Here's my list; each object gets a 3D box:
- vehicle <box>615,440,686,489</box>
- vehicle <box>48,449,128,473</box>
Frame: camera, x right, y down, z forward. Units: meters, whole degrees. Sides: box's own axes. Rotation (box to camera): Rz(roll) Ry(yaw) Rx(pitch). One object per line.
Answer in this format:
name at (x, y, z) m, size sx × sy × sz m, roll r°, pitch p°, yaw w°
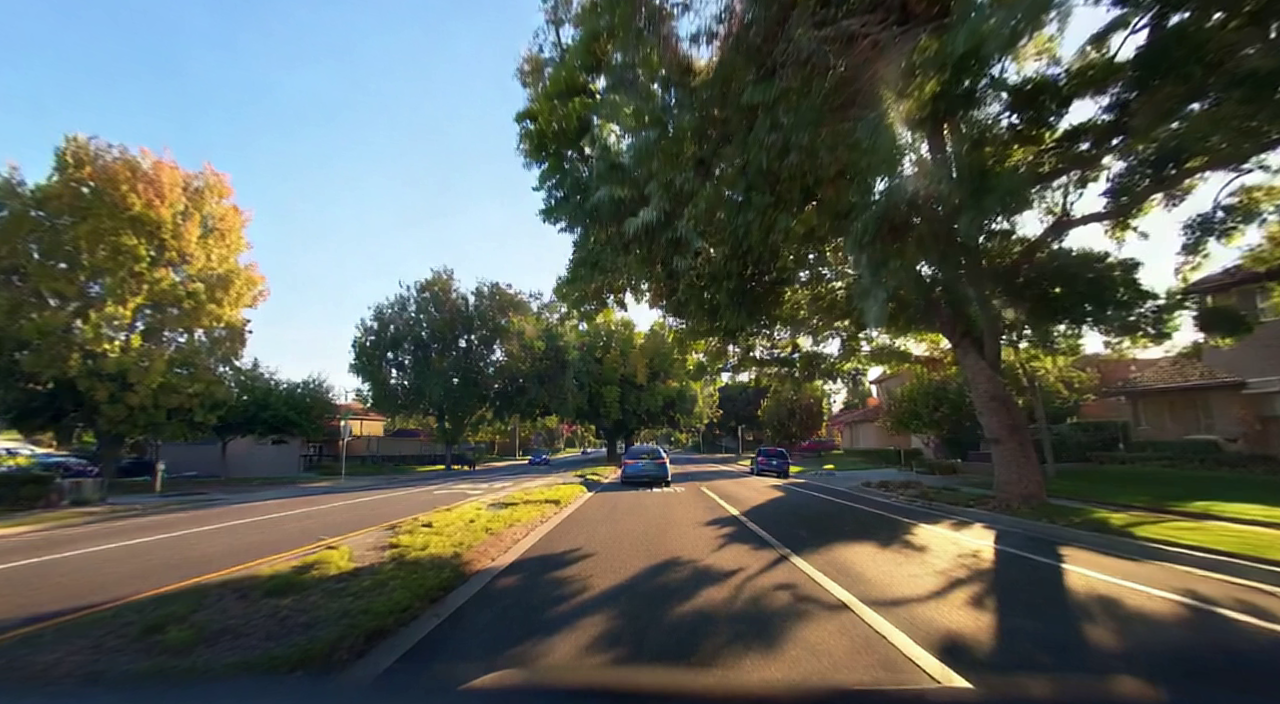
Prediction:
vehicle at (0.326, 3.821, 21.854) m, size 2.158 × 1.469 × 4.909 m, roll 0°, pitch -9°, yaw 0°
vehicle at (-39.054, 7.687, 44.699) m, size 1.858 × 1.621 × 3.767 m, roll -2°, pitch -9°, yaw 12°
